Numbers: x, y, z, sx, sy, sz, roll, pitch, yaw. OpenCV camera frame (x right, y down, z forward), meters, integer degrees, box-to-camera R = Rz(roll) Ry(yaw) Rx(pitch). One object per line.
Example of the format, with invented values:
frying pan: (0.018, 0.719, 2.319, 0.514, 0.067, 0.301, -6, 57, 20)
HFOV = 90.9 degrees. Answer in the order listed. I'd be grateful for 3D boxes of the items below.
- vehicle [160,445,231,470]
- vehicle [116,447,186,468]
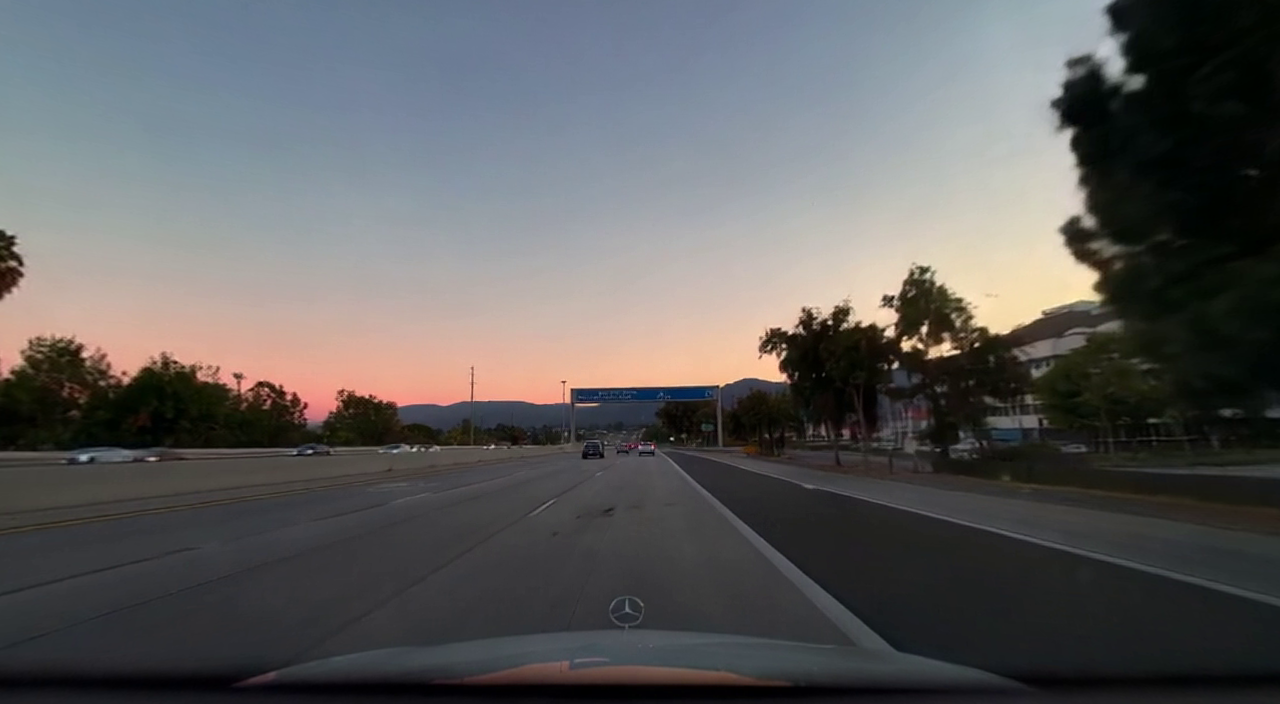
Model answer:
vehicle: (-31.836, 7.528, 45.284, 1.976, 1.608, 4.327, -1, -8, 0)
vehicle: (-35.388, 7.589, 45.736, 1.828, 1.420, 4.153, 0, -9, -1)
